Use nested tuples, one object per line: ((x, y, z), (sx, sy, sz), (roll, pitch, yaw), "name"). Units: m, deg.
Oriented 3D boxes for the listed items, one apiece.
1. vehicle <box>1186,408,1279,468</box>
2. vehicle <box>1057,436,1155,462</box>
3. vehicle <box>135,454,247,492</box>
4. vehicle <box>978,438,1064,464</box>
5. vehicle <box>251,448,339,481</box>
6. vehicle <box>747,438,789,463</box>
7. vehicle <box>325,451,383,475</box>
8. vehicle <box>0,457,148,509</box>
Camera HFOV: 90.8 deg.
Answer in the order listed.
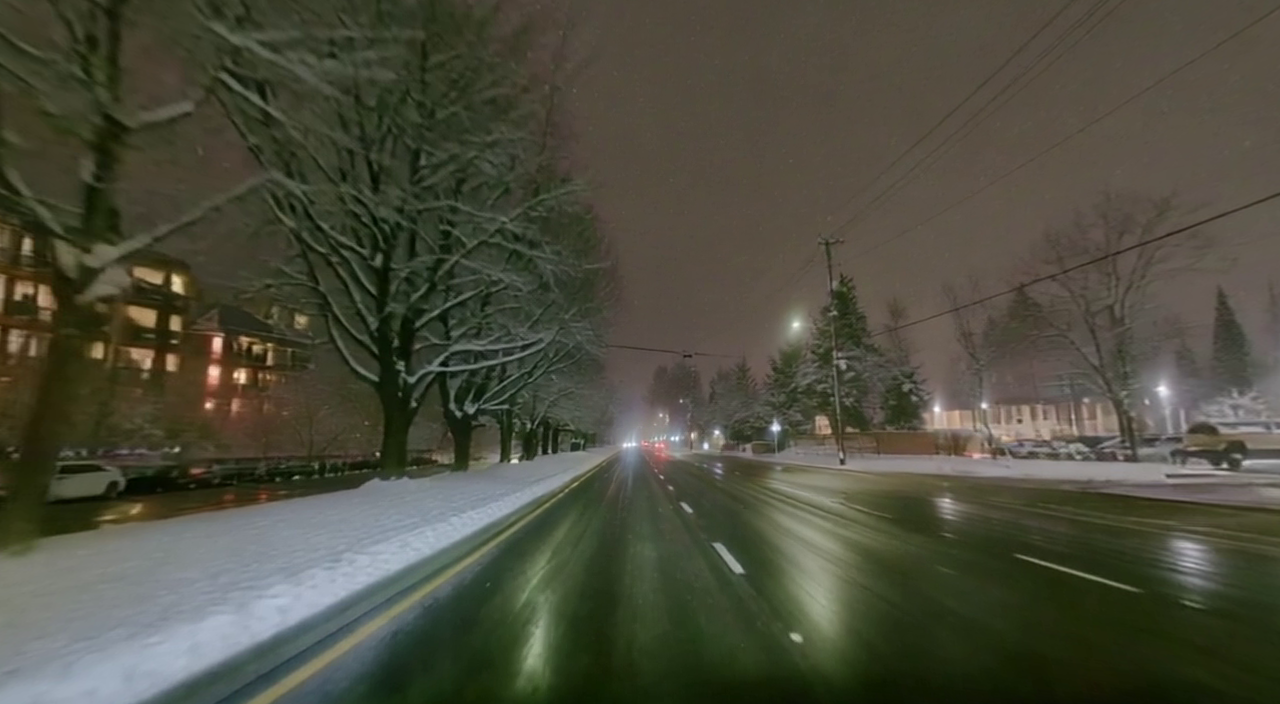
((31.120, 4.296, 31.280), (6.797, 2.774, 2.304), (2, -9, -12), "vehicle")
((30.412, 6.300, 41.261), (5.245, 1.609, 2.167), (2, -9, -13), "vehicle")
((-19.727, 5.307, 28.032), (1.959, 1.459, 4.150), (0, -8, -1), "vehicle")
((24.033, 6.251, 39.871), (4.549, 1.565, 1.831), (2, -9, -13), "vehicle")
((-20.296, 6.592, 37.430), (2.012, 1.636, 4.997), (-3, -8, 6), "vehicle")
((9.518, 7.360, 47.272), (2.008, 1.734, 4.587), (0, -8, -3), "vehicle")
((-19.668, 7.635, 43.727), (2.074, 1.429, 4.645), (-2, -9, -3), "vehicle")
((-19.730, 4.436, 21.626), (1.920, 1.561, 4.654), (-2, -10, 2), "vehicle")
